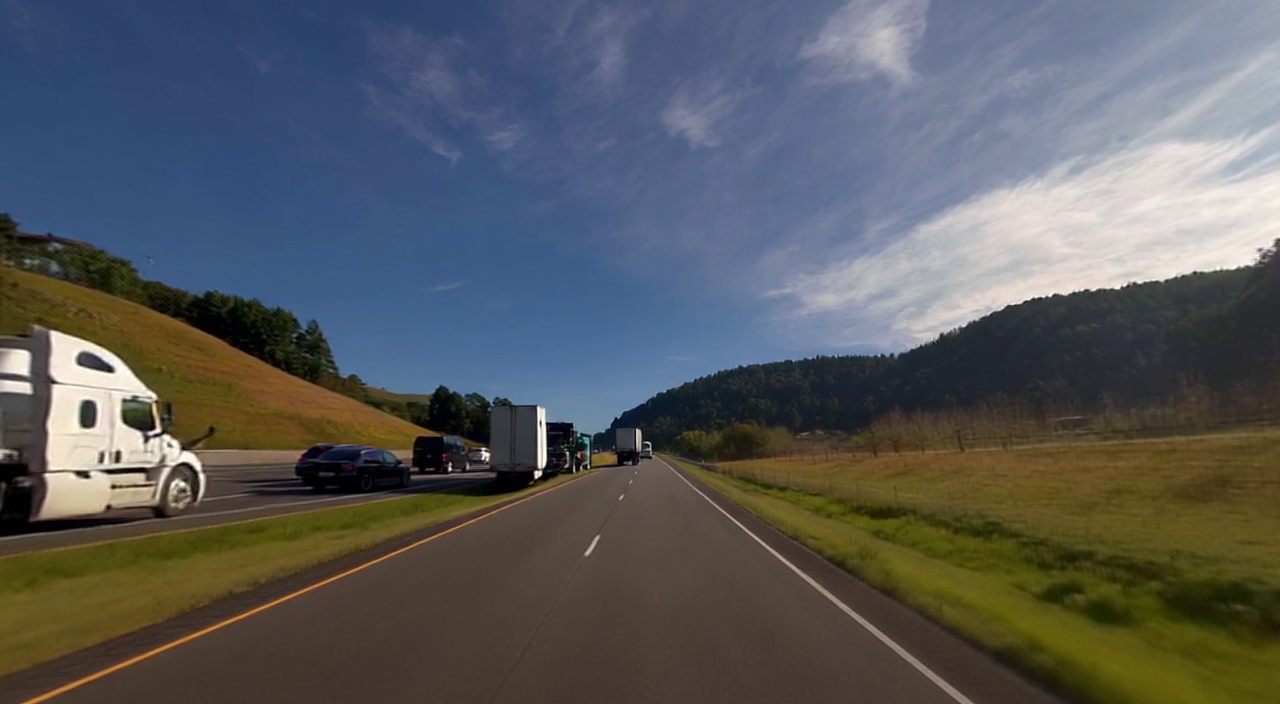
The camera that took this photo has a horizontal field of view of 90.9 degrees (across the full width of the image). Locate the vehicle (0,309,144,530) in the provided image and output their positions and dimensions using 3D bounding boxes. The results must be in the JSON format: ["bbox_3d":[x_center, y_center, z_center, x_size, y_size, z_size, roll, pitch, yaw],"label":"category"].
[{"bbox_3d":[-12.329,0.639,7.332,2.745,3.617,11.590,-1,-9,6],"label":"vehicle"}]

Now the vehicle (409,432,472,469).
[{"bbox_3d":[-14.739,7.319,46.903,2.264,2.596,5.494,-1,-9,8],"label":"vehicle"}]

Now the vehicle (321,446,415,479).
[{"bbox_3d":[-13.122,5.350,30.781,1.925,1.493,4.864,-1,-9,8],"label":"vehicle"}]

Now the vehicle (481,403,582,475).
[{"bbox_3d":[-6.922,6.117,43.442,2.848,4.067,14.314,-1,-9,7],"label":"vehicle"}]
